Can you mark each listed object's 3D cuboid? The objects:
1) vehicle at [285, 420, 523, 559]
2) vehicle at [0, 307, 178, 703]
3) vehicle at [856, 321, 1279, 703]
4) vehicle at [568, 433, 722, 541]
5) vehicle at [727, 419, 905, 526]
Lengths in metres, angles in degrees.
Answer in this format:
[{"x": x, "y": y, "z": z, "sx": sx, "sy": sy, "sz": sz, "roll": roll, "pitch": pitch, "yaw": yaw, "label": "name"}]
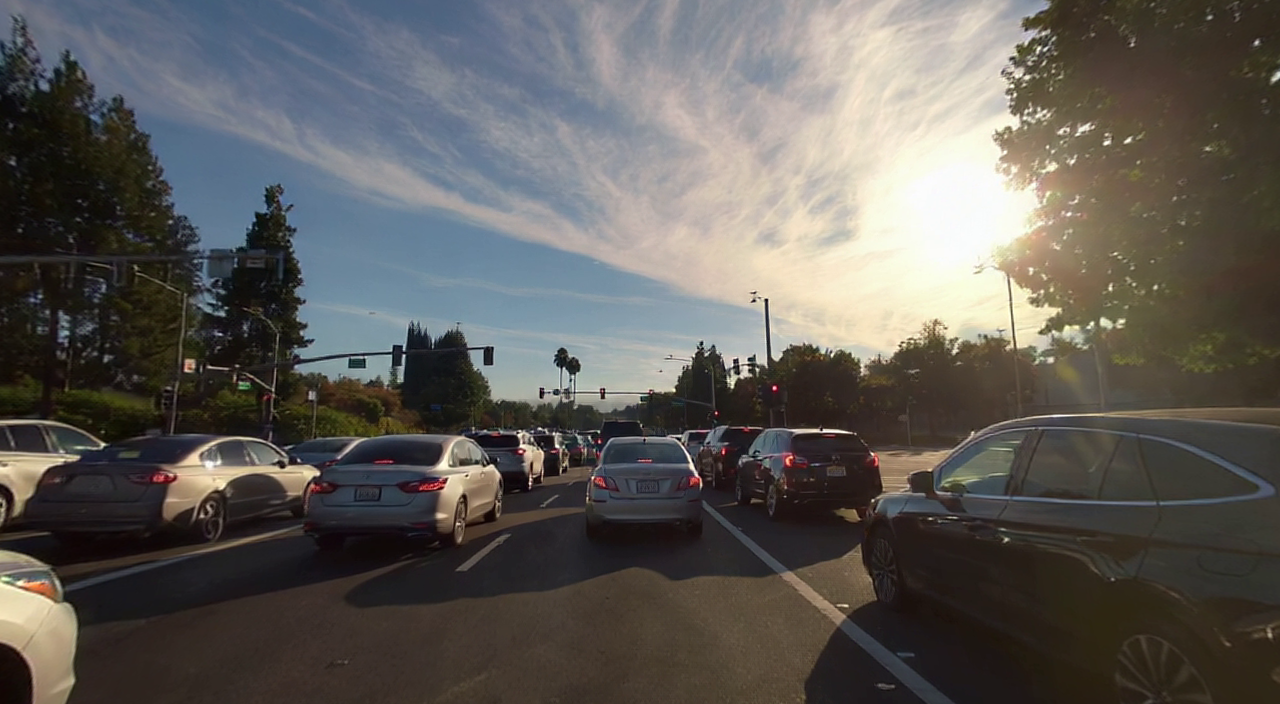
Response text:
[{"x": -3.069, "y": 1.876, "z": 9.335, "sx": 1.896, "sy": 1.546, "sz": 4.378, "roll": 0, "pitch": -8, "yaw": -1, "label": "vehicle"}, {"x": -3.210, "y": 0.498, "z": 0.609, "sx": 2.079, "sy": 1.756, "sz": 4.676, "roll": 0, "pitch": -8, "yaw": -2, "label": "vehicle"}, {"x": 3.145, "y": 0.988, "z": 3.742, "sx": 2.074, "sy": 1.685, "sz": 4.387, "roll": 0, "pitch": -8, "yaw": -1, "label": "vehicle"}, {"x": -0.007, "y": 2.102, "z": 10.427, "sx": 2.076, "sy": 1.438, "sz": 3.770, "roll": 0, "pitch": -8, "yaw": -2, "label": "vehicle"}, {"x": 3.070, "y": 2.201, "z": 12.028, "sx": 2.106, "sy": 1.667, "sz": 4.101, "roll": 0, "pitch": -8, "yaw": -1, "label": "vehicle"}]
